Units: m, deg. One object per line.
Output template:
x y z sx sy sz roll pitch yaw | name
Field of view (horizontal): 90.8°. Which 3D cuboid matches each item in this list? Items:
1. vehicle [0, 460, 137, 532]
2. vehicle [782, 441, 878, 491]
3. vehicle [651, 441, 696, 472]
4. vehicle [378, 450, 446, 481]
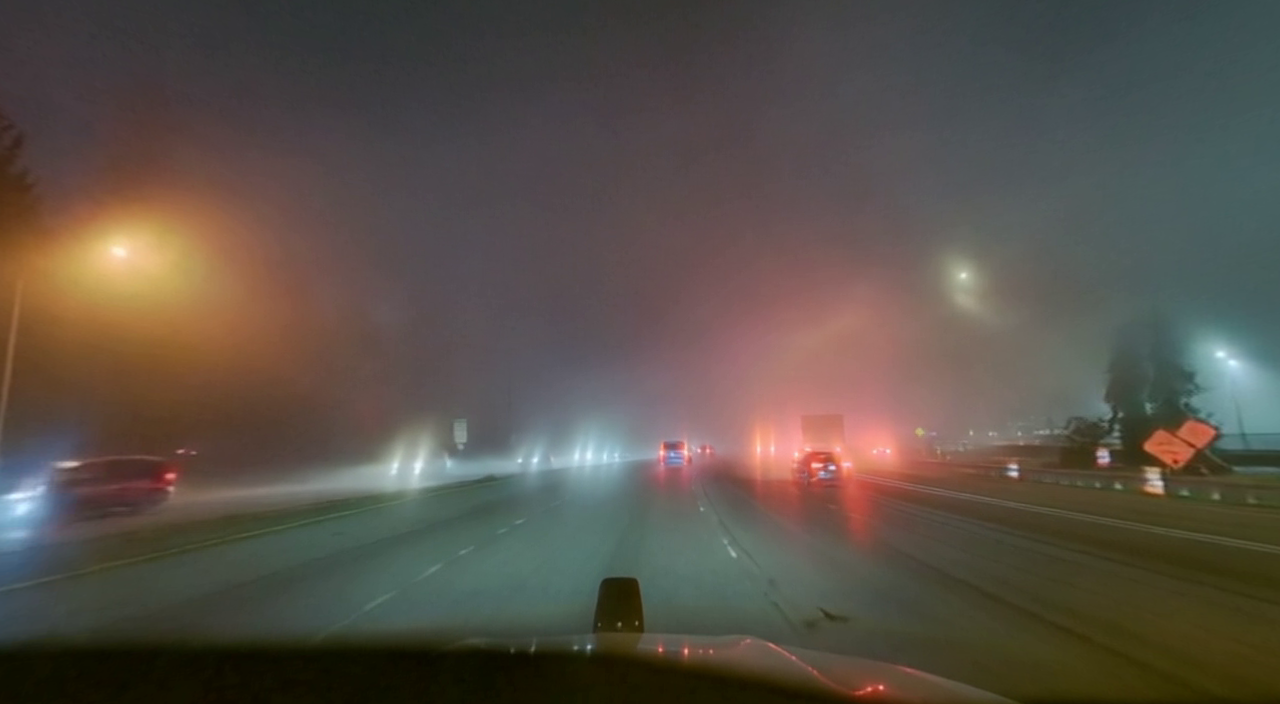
-14.794 3.288 14.584 2.205 1.446 4.840 -1 -9 3 | vehicle
6.065 3.679 20.735 2.044 1.474 4.083 -1 -9 3 | vehicle
2.006 6.031 36.603 2.201 1.676 4.541 -1 -9 7 | vehicle
-13.633 6.779 38.050 1.930 1.721 4.599 -1 -9 7 | vehicle
